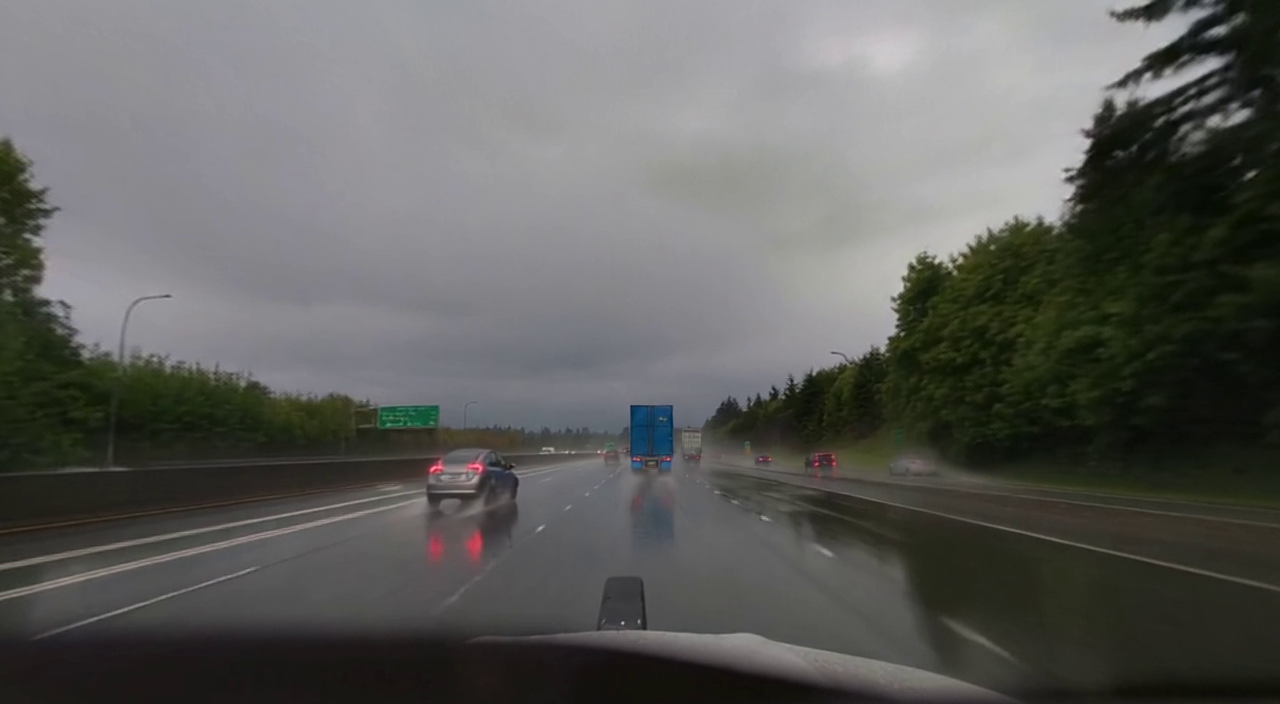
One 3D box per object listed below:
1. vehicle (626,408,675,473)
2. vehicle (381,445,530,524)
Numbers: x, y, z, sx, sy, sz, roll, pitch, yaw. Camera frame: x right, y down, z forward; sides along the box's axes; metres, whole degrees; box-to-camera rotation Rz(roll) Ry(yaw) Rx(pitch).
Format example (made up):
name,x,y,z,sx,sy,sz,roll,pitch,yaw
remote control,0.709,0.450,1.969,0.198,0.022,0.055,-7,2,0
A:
name,x,y,z,sx,sy,sz,roll,pitch,yaw
vehicle,0.679,6.311,44.669,3.022,4.072,10.318,0,-9,0
vehicle,-3.844,2.824,14.065,1.931,1.466,4.458,0,-9,1
